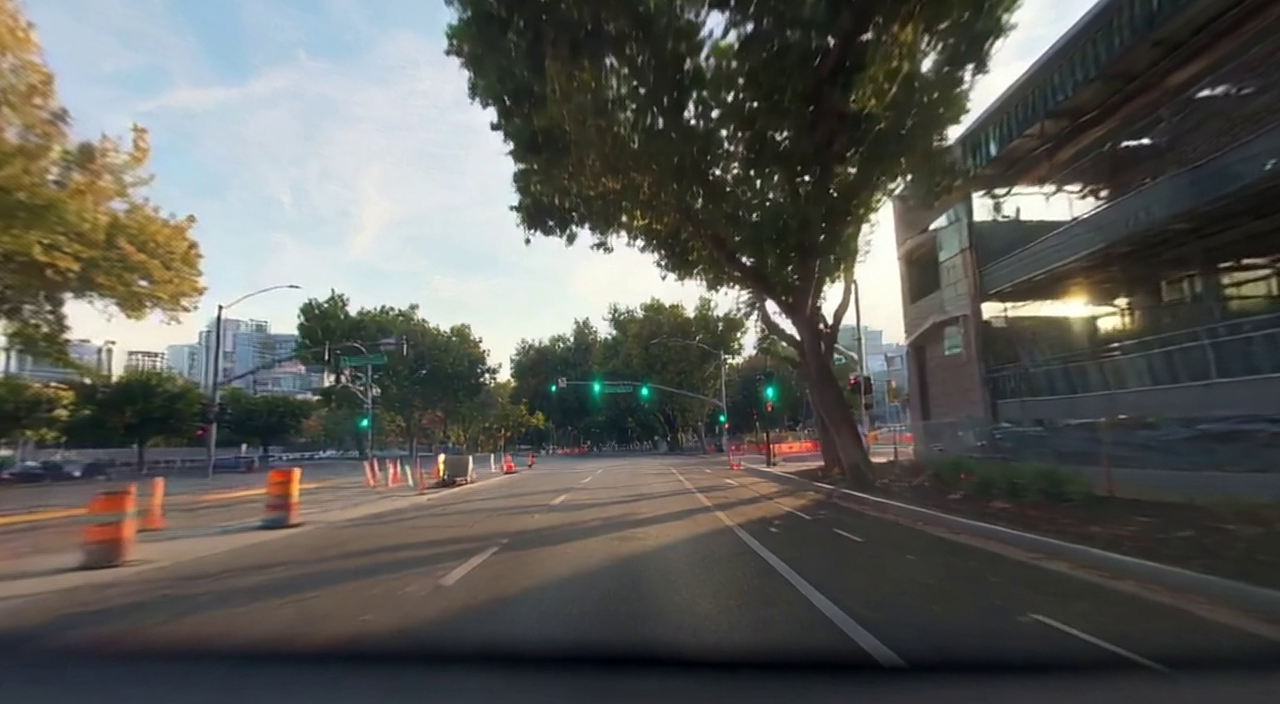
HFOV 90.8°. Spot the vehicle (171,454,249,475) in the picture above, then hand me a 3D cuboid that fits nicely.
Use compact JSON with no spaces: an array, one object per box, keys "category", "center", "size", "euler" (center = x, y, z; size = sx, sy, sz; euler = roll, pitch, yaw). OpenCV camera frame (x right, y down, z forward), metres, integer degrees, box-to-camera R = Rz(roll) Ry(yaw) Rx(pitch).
[{"category":"vehicle","center":[-32.978,8.616,48.519],"size":[4.530,1.540,2.057],"euler":[-1,-8,4]}]
